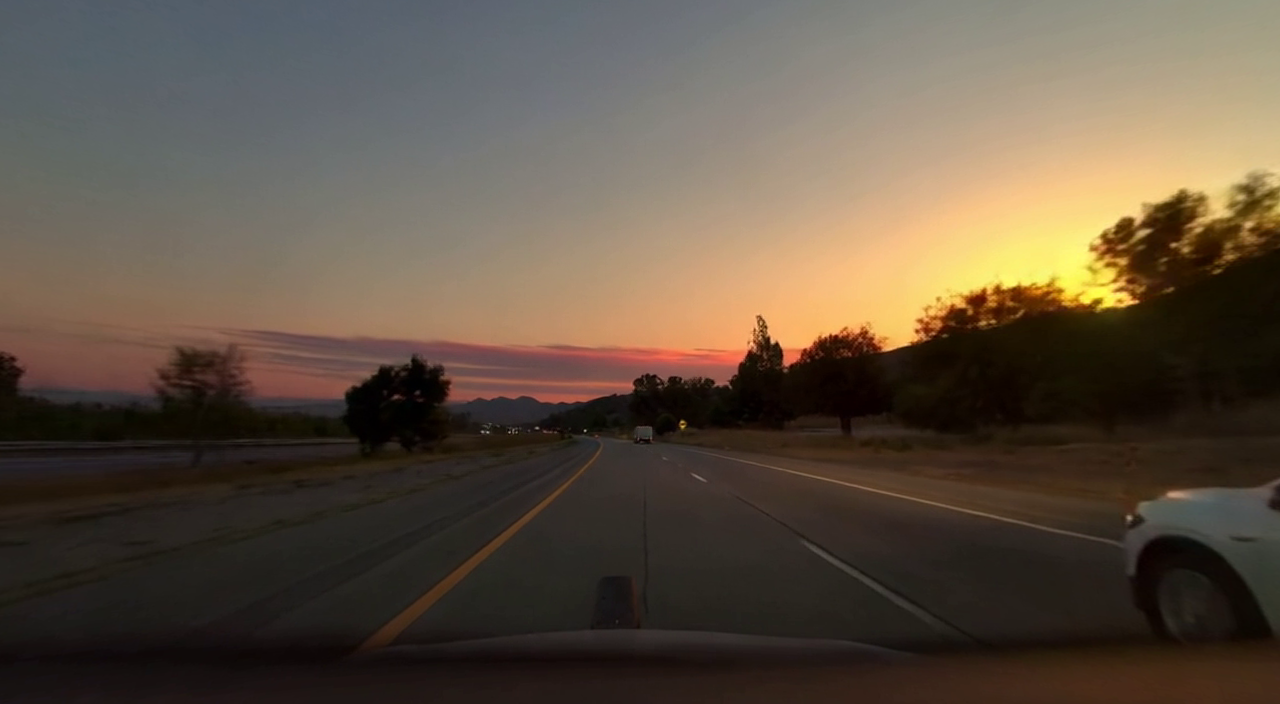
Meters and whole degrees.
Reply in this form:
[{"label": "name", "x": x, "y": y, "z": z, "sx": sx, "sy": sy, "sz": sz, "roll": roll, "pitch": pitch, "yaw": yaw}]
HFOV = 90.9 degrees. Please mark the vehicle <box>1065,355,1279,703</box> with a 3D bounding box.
[{"label": "vehicle", "x": 3.729, "y": 0.734, "z": 1.903, "sx": 1.941, "sy": 1.655, "sz": 4.137, "roll": 0, "pitch": -8, "yaw": -1}]
